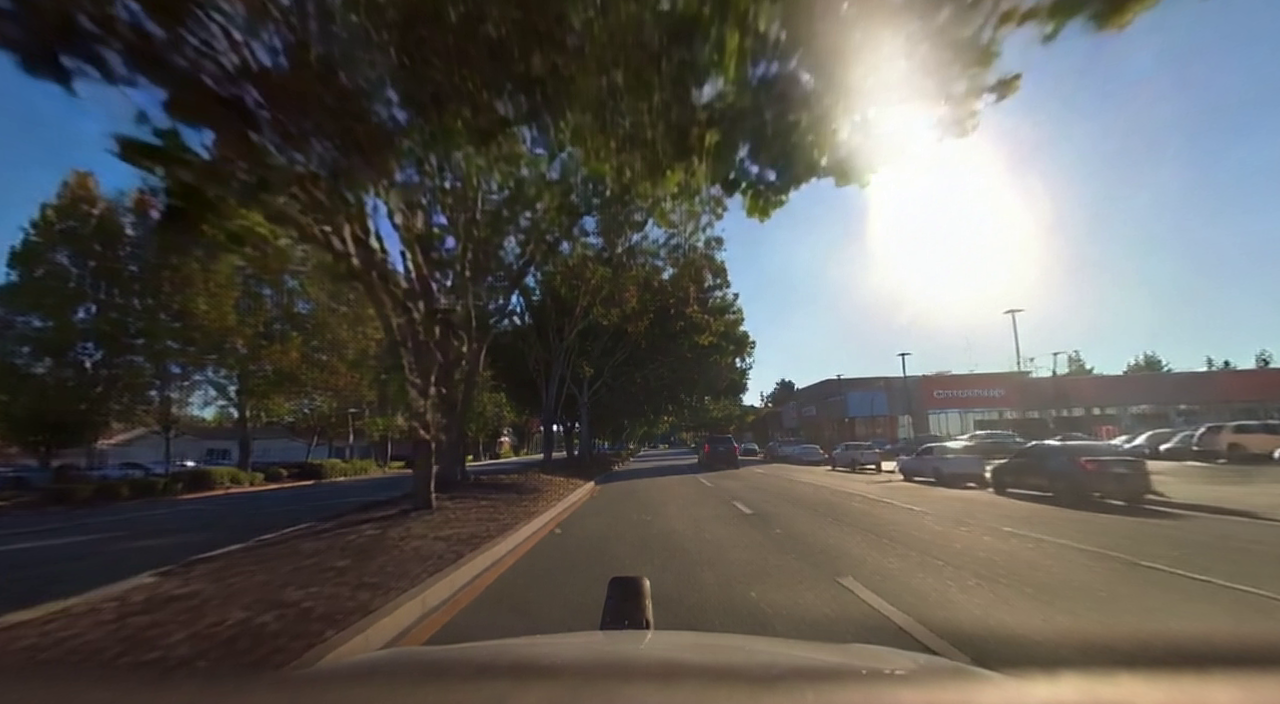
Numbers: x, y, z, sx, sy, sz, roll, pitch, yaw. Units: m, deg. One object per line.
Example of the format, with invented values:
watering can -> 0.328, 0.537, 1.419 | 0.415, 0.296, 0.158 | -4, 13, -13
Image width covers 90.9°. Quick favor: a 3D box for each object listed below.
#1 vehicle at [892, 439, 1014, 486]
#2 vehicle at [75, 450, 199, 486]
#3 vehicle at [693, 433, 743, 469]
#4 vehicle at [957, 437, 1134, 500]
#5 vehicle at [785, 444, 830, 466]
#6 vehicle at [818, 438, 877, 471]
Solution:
vehicle -> 10.944, 3.892, 22.515 | 1.894, 1.469, 4.730 | 0, -8, -1
vehicle -> -27.185, 6.275, 34.201 | 4.874, 1.859, 2.019 | 0, -9, -3
vehicle -> 4.229, 5.461, 34.879 | 2.183, 1.845, 4.482 | 0, -9, 0
vehicle -> 10.766, 3.111, 17.225 | 1.842, 1.474, 4.456 | 0, -9, 0
vehicle -> 11.247, 6.921, 42.548 | 1.824, 1.364, 4.238 | 0, -9, 0
vehicle -> 11.092, 5.512, 33.999 | 1.958, 1.654, 4.258 | -1, -9, 4
